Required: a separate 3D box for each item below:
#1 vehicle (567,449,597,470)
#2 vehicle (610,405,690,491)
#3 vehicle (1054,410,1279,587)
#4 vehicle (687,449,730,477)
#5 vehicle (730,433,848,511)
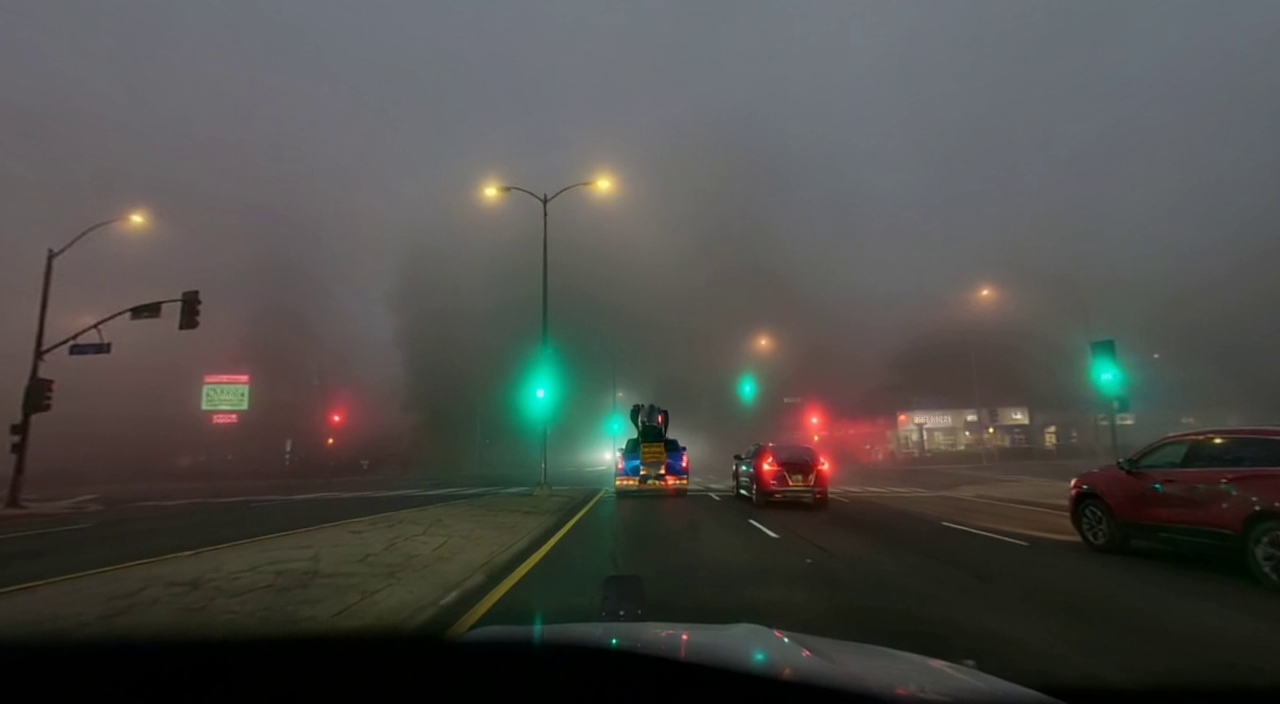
[{"bbox_3d":[-4.381,8.157,48.030,2.001,1.518,4.316,0,-8,-1],"label":"vehicle"},{"bbox_3d":[0.332,3.209,21.306,2.370,2.518,3.858,-2,-8,1],"label":"vehicle"},{"bbox_3d":[7.171,1.564,7.079,1.982,1.698,4.408,0,-8,0],"label":"vehicle"},{"bbox_3d":[3.988,6.536,37.379,1.967,1.515,4.378,0,-8,-1],"label":"vehicle"},{"bbox_3d":[3.691,3.053,16.502,2.025,1.754,4.311,0,-8,0],"label":"vehicle"}]
